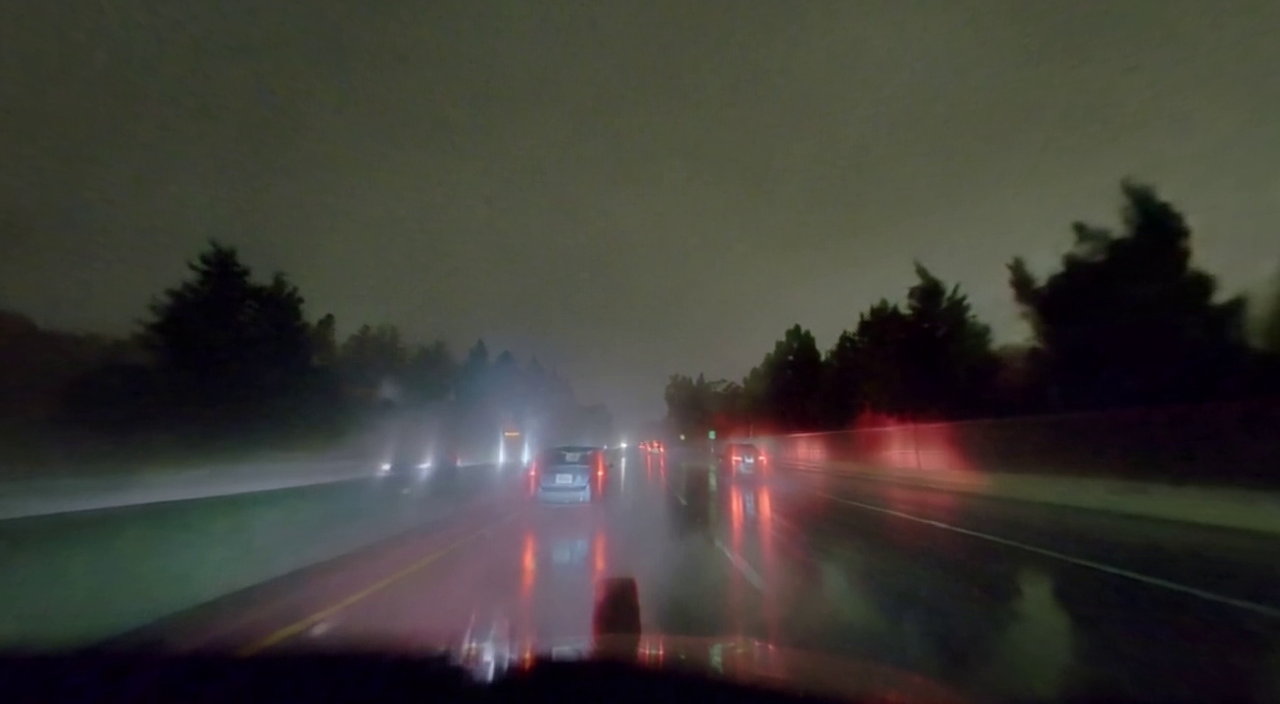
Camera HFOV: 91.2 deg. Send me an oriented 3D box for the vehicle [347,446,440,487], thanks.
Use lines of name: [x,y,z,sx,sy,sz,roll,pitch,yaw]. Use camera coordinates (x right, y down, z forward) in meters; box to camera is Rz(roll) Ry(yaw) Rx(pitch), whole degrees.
vehicle: [-9.846,4.593,25.486,1.903,1.510,4.561,0,-9,0]

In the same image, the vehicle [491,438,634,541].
vehicle: [-1.153,2.347,11.327,2.013,1.479,4.169,0,-9,1]

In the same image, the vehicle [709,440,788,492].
vehicle: [3.501,3.749,20.932,1.910,1.554,3.718,0,-9,-1]
